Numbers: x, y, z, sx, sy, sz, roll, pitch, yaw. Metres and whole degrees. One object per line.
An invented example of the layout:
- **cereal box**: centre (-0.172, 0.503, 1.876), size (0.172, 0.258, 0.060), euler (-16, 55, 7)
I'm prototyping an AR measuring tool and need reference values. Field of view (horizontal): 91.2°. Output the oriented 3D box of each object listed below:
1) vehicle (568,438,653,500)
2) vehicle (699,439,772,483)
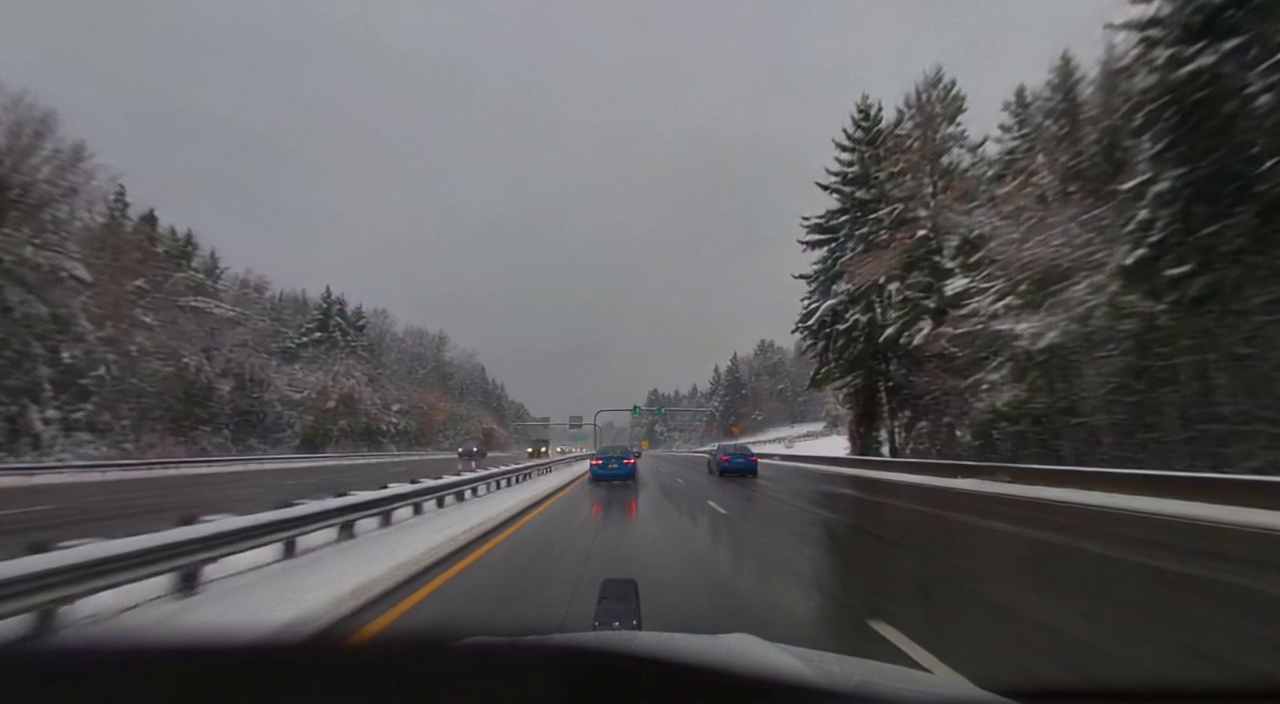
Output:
- **vehicle**: centre (-0.777, 3.308, 18.121), size (2.128, 1.516, 4.410), euler (0, -9, -1)
- **vehicle**: centre (3.725, 4.387, 25.377), size (2.300, 1.595, 4.144), euler (-1, -9, 0)
